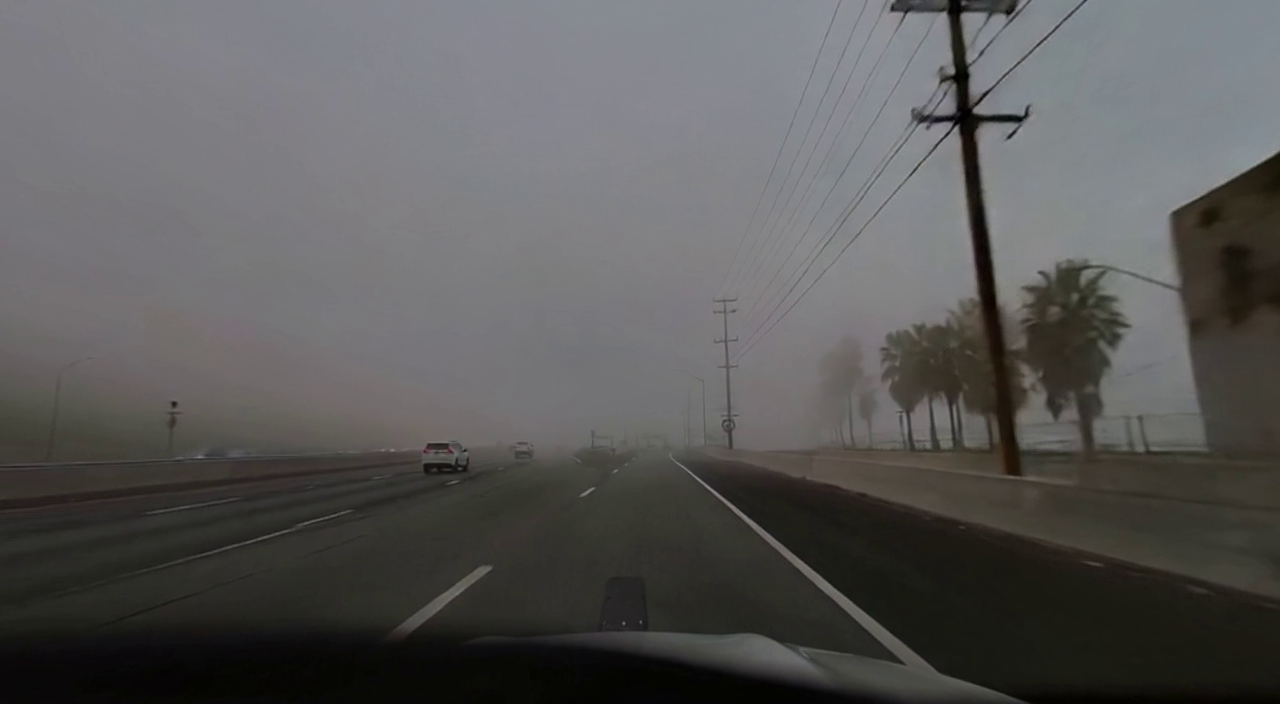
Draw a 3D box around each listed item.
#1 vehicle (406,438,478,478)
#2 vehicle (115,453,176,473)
[{"bbox_3d":[-8.578,4.591,27.658,2.029,1.609,3.935,0,-8,-3],"label":"vehicle"},{"bbox_3d":[-38.637,8.687,49.392,1.688,1.415,3.958,0,-8,-3],"label":"vehicle"}]
